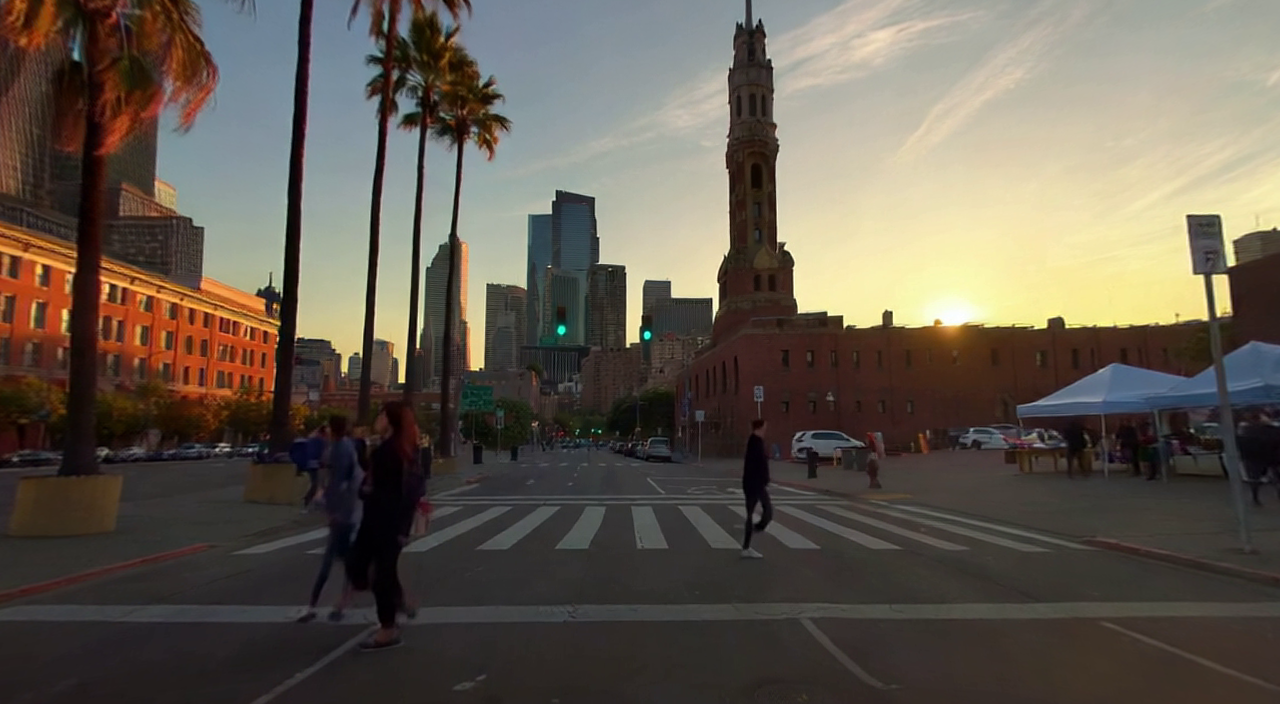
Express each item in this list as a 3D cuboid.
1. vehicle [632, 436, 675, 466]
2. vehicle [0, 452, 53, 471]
[{"bbox_3d":[0.900,7.292,46.601,2.322,2.071,5.366,1,-9,-9],"label":"vehicle"},{"bbox_3d":[-46.292,7.956,46.009,2.121,1.294,5.167,0,-8,1],"label":"vehicle"}]
